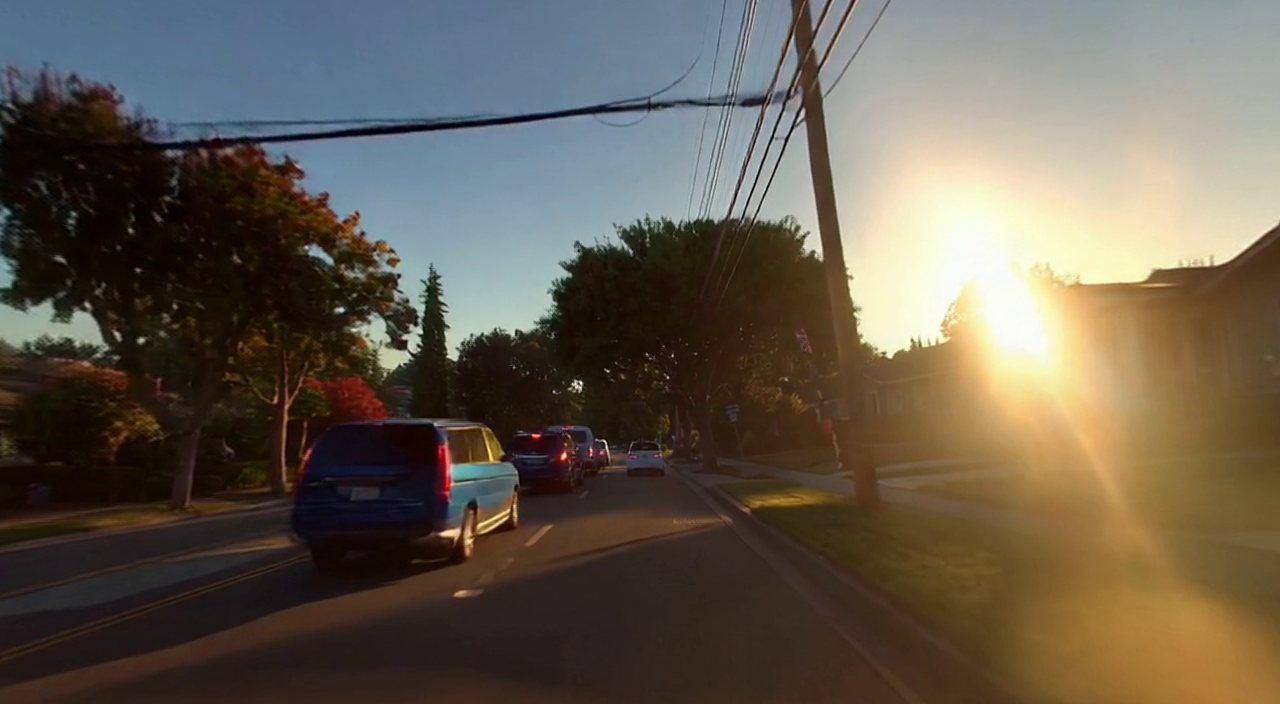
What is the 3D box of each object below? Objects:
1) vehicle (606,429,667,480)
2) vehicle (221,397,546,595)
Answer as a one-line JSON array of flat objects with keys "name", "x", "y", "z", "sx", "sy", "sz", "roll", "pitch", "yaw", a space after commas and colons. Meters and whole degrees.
[{"name": "vehicle", "x": -0.132, "y": 3.840, "z": 23.733, "sx": 2.120, "sy": 1.718, "sz": 3.909, "roll": 0, "pitch": -9, "yaw": 0}, {"name": "vehicle", "x": -2.641, "y": 1.617, "z": 7.903, "sx": 2.157, "sy": 1.765, "sz": 4.303, "roll": 0, "pitch": -9, "yaw": 1}]
